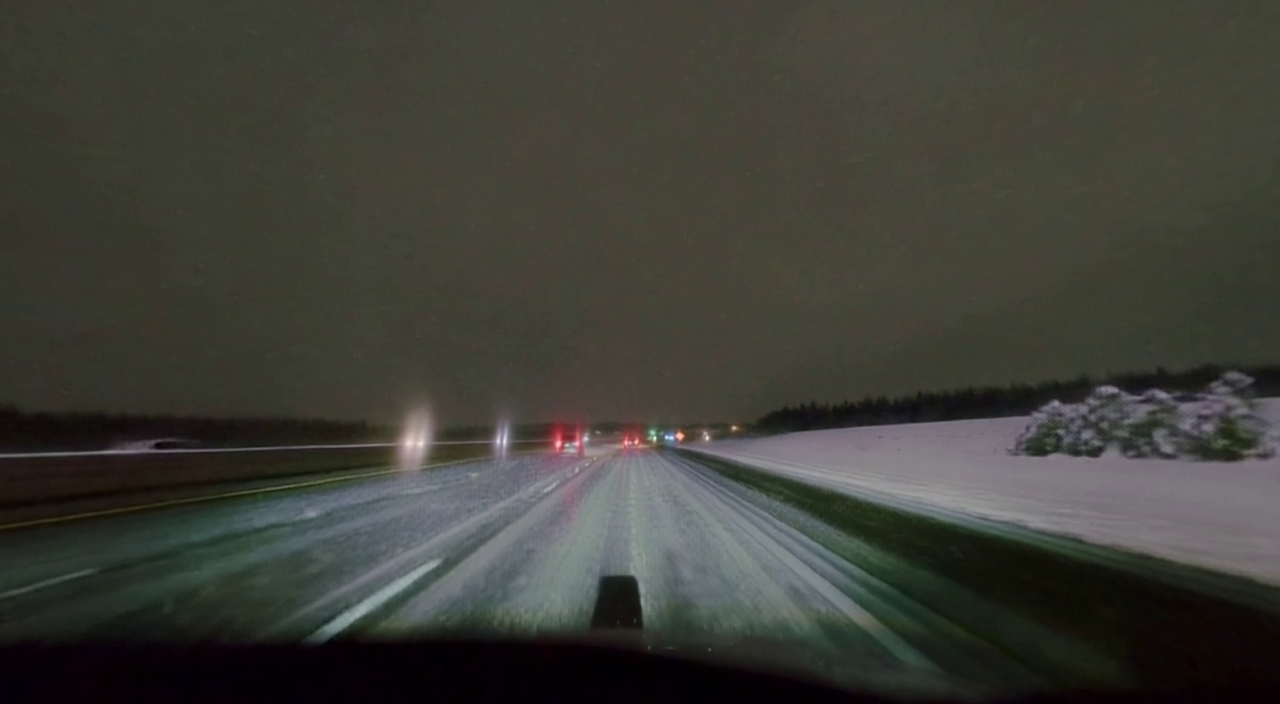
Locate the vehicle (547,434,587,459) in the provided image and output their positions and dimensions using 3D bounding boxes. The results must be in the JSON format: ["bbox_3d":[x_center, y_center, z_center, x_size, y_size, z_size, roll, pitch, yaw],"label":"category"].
[{"bbox_3d":[-4.909,6.416,42.777,2.129,1.588,4.980,0,-8,0],"label":"vehicle"}]

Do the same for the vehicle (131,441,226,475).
[{"bbox_3d":[-23.560,5.388,32.295,1.855,1.575,4.021,0,-8,-1],"label":"vehicle"}]
